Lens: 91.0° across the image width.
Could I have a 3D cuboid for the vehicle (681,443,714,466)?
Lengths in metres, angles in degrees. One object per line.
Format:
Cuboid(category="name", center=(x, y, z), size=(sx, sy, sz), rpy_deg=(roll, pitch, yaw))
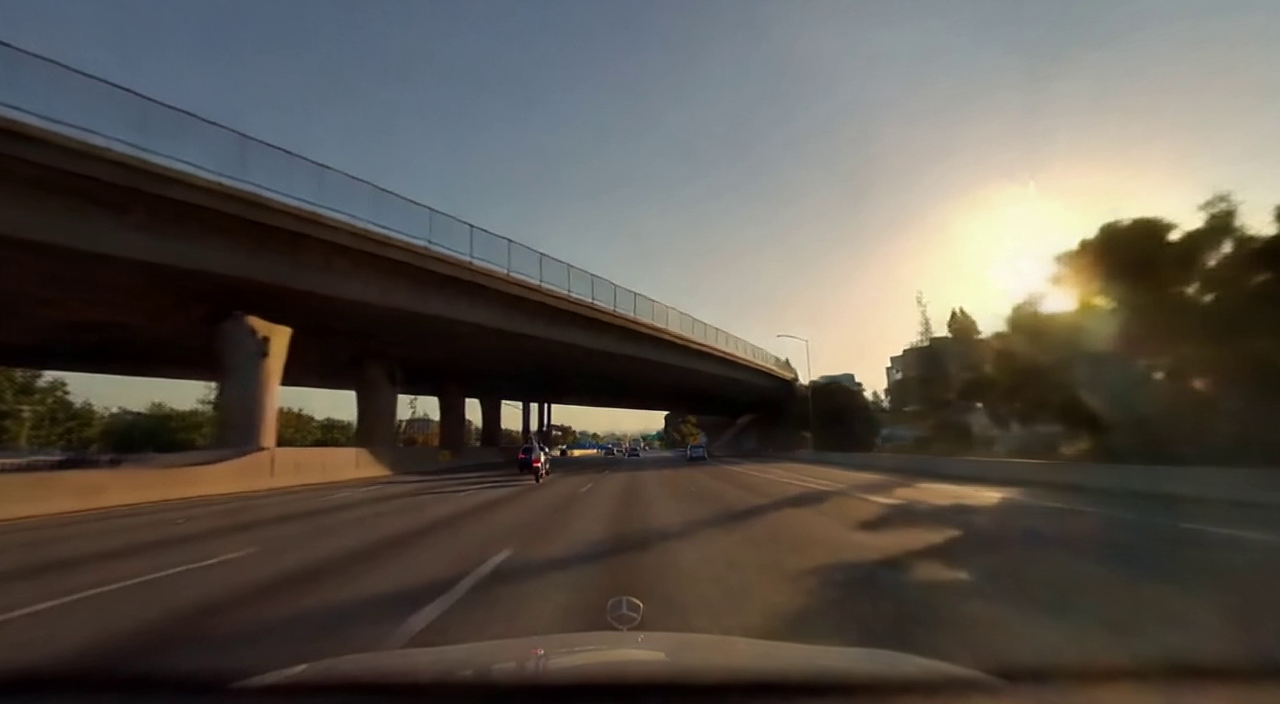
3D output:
Cuboid(category="vehicle", center=(4.334, 7.792, 48.024), size=(2.047, 1.662, 4.243), rpy_deg=(0, -9, -1))
